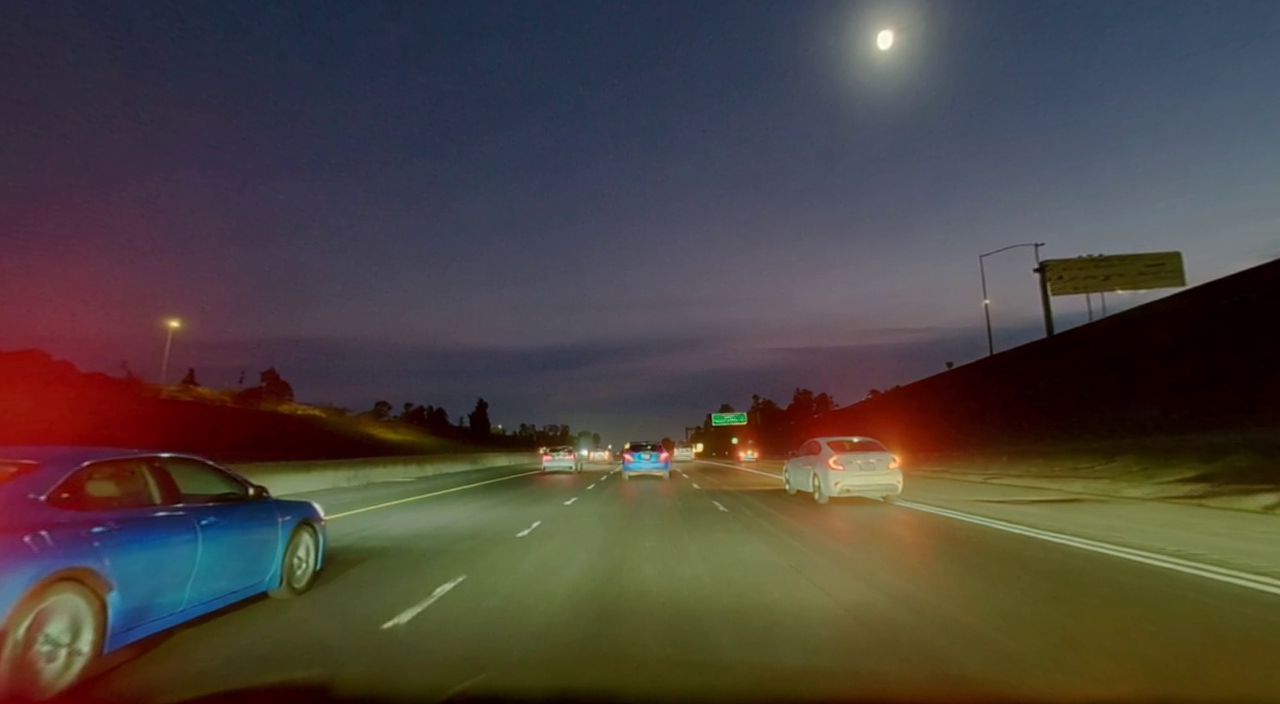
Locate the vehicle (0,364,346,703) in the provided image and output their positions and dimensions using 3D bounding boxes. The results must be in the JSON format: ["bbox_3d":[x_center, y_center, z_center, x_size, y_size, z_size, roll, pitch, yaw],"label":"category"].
[{"bbox_3d":[-3.913,1.013,3.712,2.160,1.639,4.431,0,-9,1],"label":"vehicle"}]

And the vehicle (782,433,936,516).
[{"bbox_3d":[4.957,2.822,15.036,2.055,1.656,4.370,0,-9,-1],"label":"vehicle"}]

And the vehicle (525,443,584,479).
[{"bbox_3d":[-3.807,4.930,28.755,2.031,1.491,4.145,0,-9,1],"label":"vehicle"}]

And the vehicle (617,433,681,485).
[{"bbox_3d":[0.320,3.988,23.660,2.202,1.748,4.158,0,-8,0],"label":"vehicle"}]

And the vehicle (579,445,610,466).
[{"bbox_3d":[-3.403,7.897,48.089,1.969,1.480,4.077,0,-9,1],"label":"vehicle"}]
